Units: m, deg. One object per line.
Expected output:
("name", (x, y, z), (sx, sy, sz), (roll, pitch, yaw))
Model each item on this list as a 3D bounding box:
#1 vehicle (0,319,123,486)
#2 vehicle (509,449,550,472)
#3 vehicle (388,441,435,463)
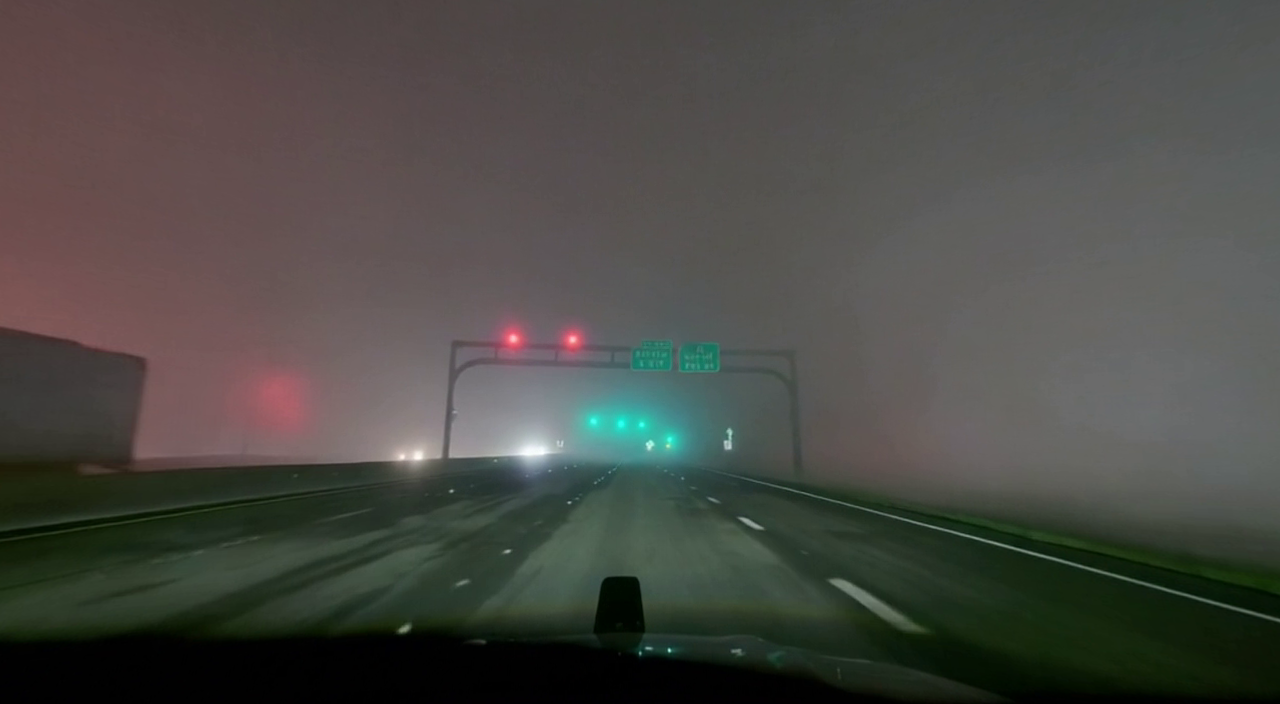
("vehicle", (-16.033, 1.001, 13.365), (2.871, 3.750, 8.499), (0, -9, -1))
("vehicle", (-7.188, 7.085, 41.437), (2.012, 1.456, 4.309), (0, -9, -1))
("vehicle", (-17.021, 7.448, 47.193), (1.934, 1.523, 4.545), (0, -8, -1))
